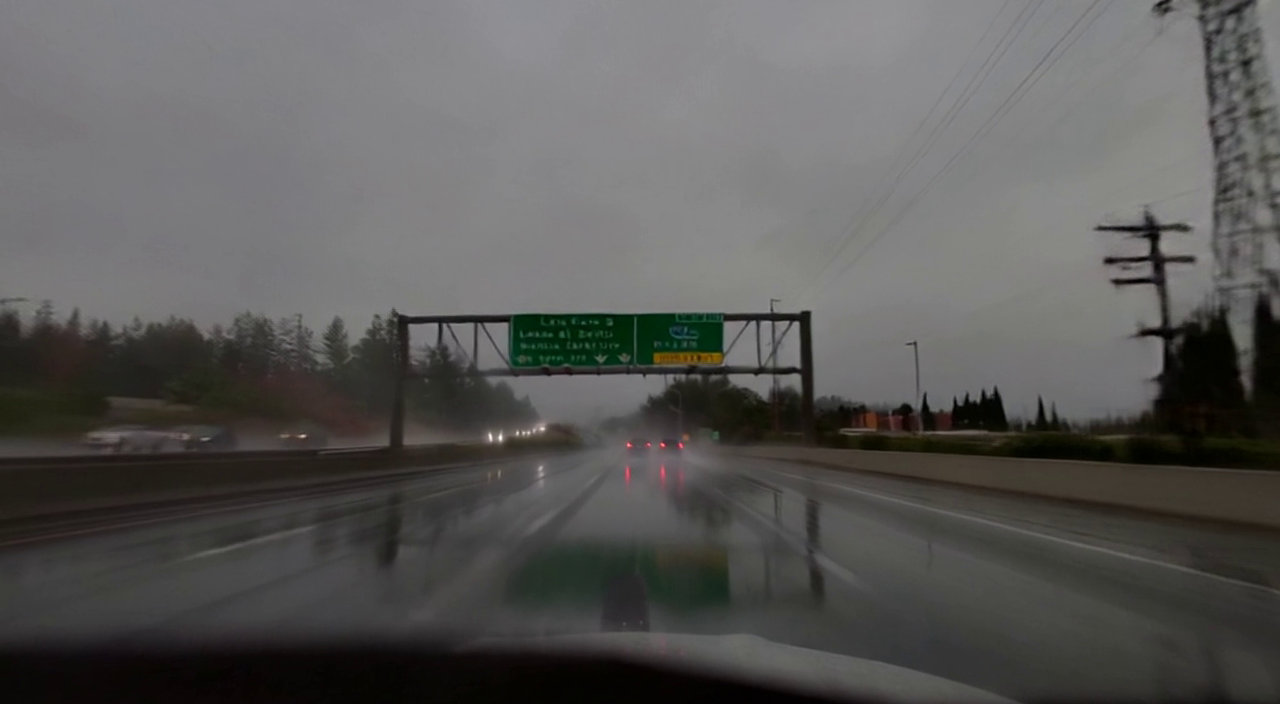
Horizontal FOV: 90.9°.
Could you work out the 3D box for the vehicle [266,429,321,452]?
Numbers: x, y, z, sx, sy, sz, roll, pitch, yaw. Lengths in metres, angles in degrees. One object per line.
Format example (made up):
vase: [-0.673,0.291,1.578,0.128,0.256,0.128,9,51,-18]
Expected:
vehicle: [-26.350,6.784,48.116,1.796,1.563,3.964,3,-8,0]

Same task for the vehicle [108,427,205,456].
vehicle: [-25.969,4.845,34.088,1.737,1.421,4.473,0,-8,0]

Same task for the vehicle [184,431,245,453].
vehicle: [-29.933,6.385,44.500,1.671,1.450,3.753,0,-8,0]

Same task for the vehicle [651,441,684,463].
vehicle: [1.884,7.025,44.400,2.036,1.486,4.375,0,-8,-2]
